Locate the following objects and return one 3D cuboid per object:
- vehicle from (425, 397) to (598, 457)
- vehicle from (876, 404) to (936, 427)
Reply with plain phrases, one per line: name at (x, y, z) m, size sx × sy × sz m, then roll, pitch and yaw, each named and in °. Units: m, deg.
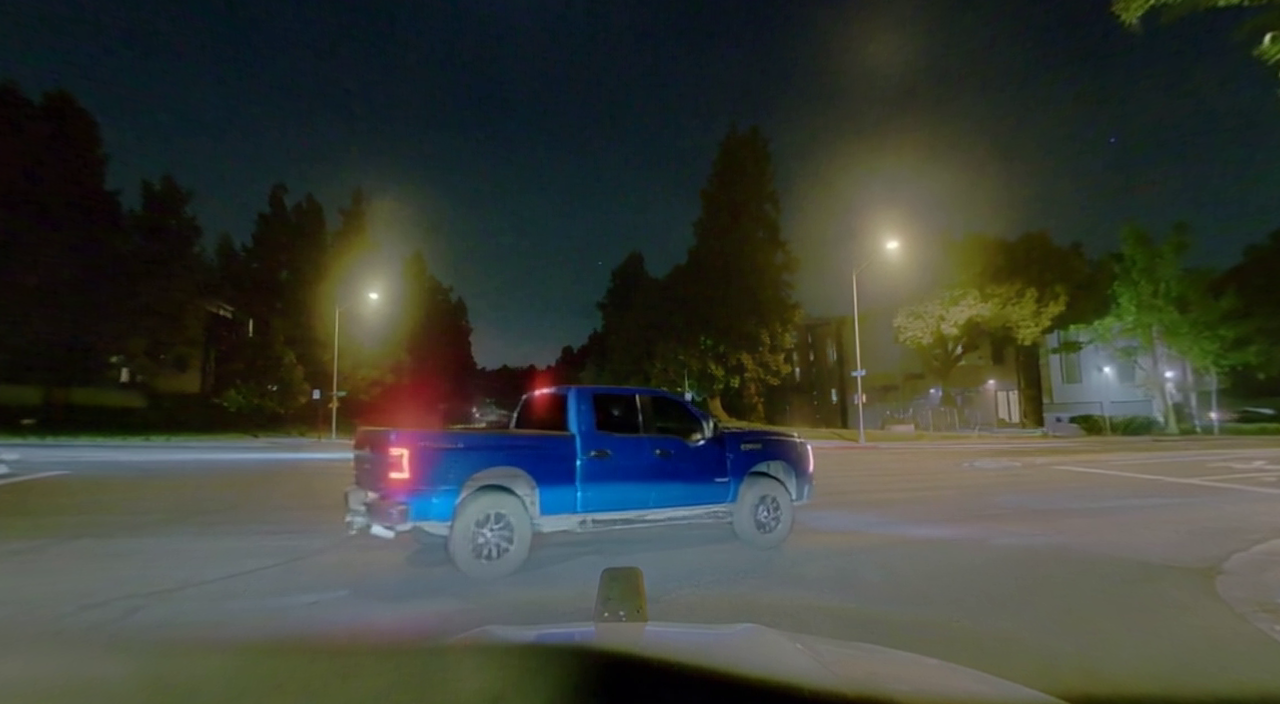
vehicle at (-4.237, 2.551, 20.952) m, size 5.333 × 1.837 × 2.124 m, roll 2°, pitch -9°, yaw -13°
vehicle at (19.828, 4.759, 46.701) m, size 4.674 × 1.483 × 1.745 m, roll 6°, pitch -10°, yaw -34°
